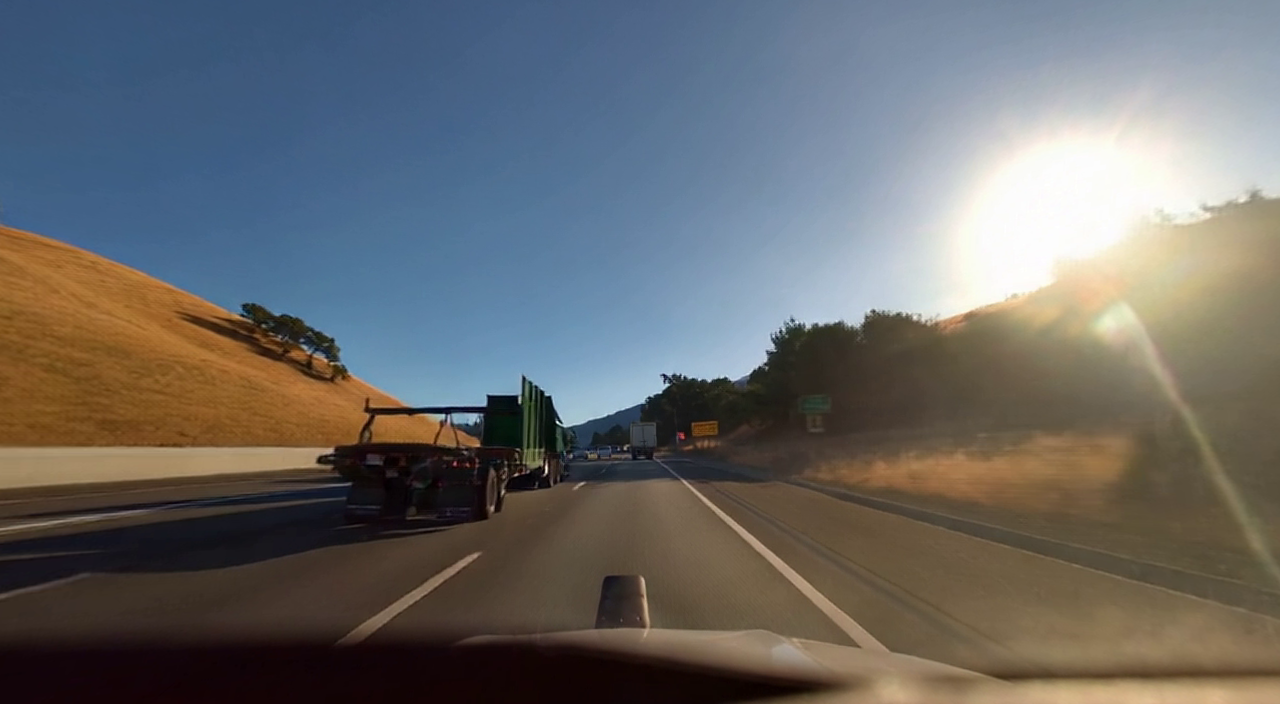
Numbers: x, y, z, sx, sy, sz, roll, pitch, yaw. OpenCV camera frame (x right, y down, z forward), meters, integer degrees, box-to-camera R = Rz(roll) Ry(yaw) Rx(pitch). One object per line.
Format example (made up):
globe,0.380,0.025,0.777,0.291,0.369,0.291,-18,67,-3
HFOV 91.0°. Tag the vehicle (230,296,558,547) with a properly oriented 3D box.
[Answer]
vehicle,-3.879,1.686,13.695,2.789,3.271,10.894,1,-9,0
